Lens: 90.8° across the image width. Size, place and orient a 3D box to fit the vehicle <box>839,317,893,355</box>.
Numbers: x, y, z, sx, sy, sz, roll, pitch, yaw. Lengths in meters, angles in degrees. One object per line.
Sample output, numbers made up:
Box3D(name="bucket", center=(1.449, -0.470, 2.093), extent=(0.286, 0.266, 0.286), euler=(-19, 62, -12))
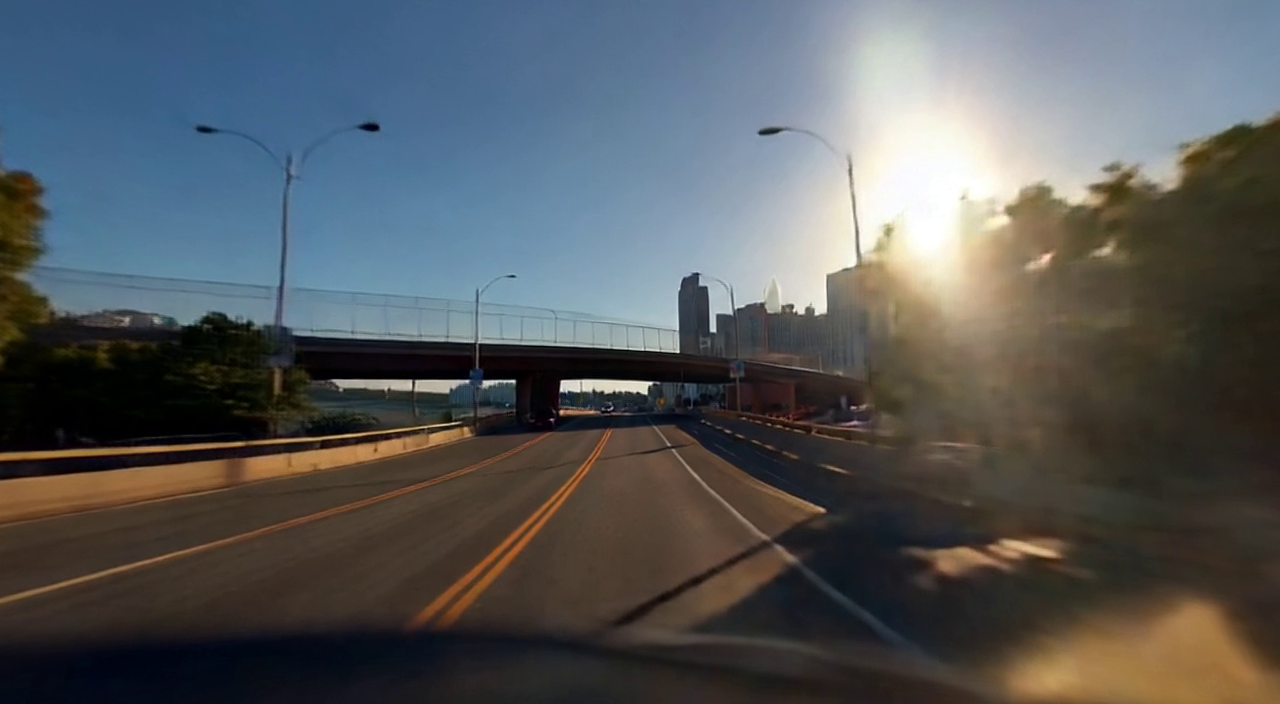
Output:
Box3D(name="vehicle", center=(13.549, -0.896, 38.149), extent=(1.779, 1.489, 3.734), euler=(2, -11, -2))

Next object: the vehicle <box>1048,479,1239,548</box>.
Box3D(name="vehicle", center=(13.815, 4.410, 17.678), extent=(1.809, 1.497, 3.837), euler=(-2, -10, -7))

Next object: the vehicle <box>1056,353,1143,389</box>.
Box3D(name="vehicle", center=(27.297, 1.131, 37.604), extent=(3.698, 1.510, 1.672), euler=(-4, -14, -2))
